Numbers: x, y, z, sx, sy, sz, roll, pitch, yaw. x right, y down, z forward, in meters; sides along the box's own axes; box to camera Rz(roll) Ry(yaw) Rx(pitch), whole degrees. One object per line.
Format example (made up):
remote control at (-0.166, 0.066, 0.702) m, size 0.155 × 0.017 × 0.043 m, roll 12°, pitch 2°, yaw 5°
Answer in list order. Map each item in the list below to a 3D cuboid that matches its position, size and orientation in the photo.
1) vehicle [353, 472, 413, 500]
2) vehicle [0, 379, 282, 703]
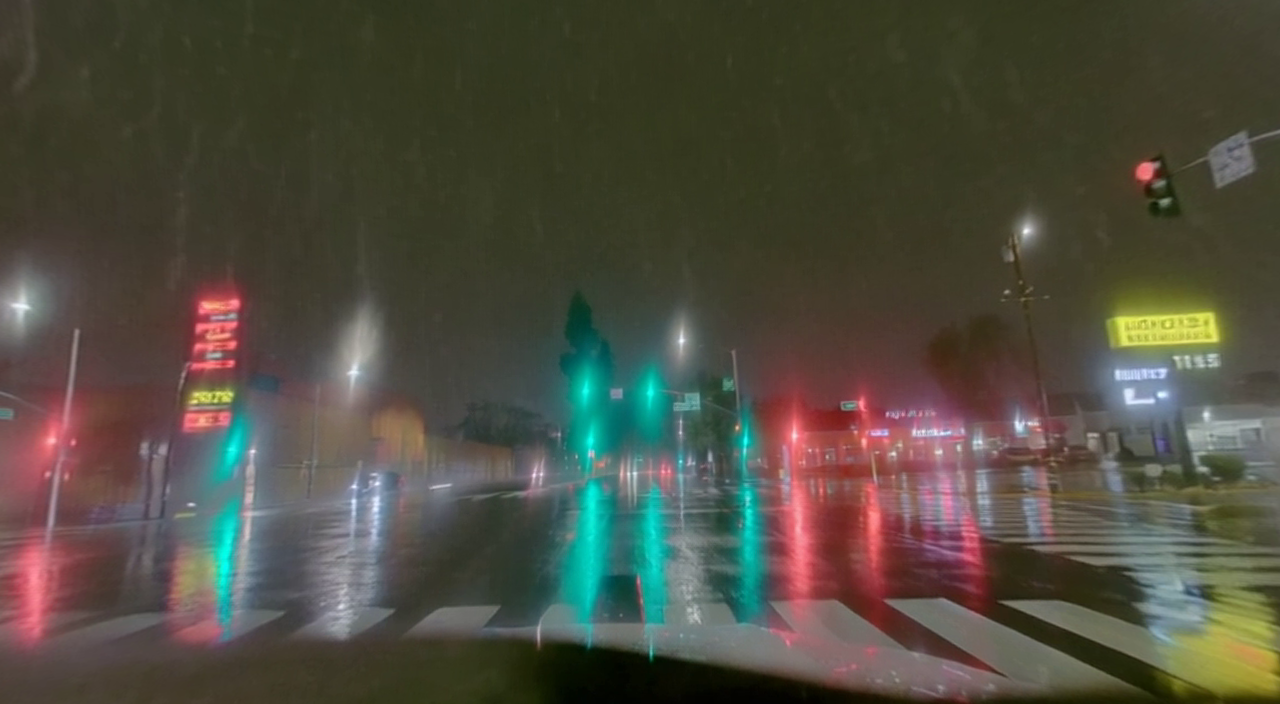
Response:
vehicle at (-15.820, 8.246, 39.031) m, size 1.931 × 1.471 × 4.152 m, roll 0°, pitch -9°, yaw 1°
vehicle at (-3.386, 0.832, 1.640) m, size 2.081 × 1.644 × 4.523 m, roll 0°, pitch -9°, yaw 2°
